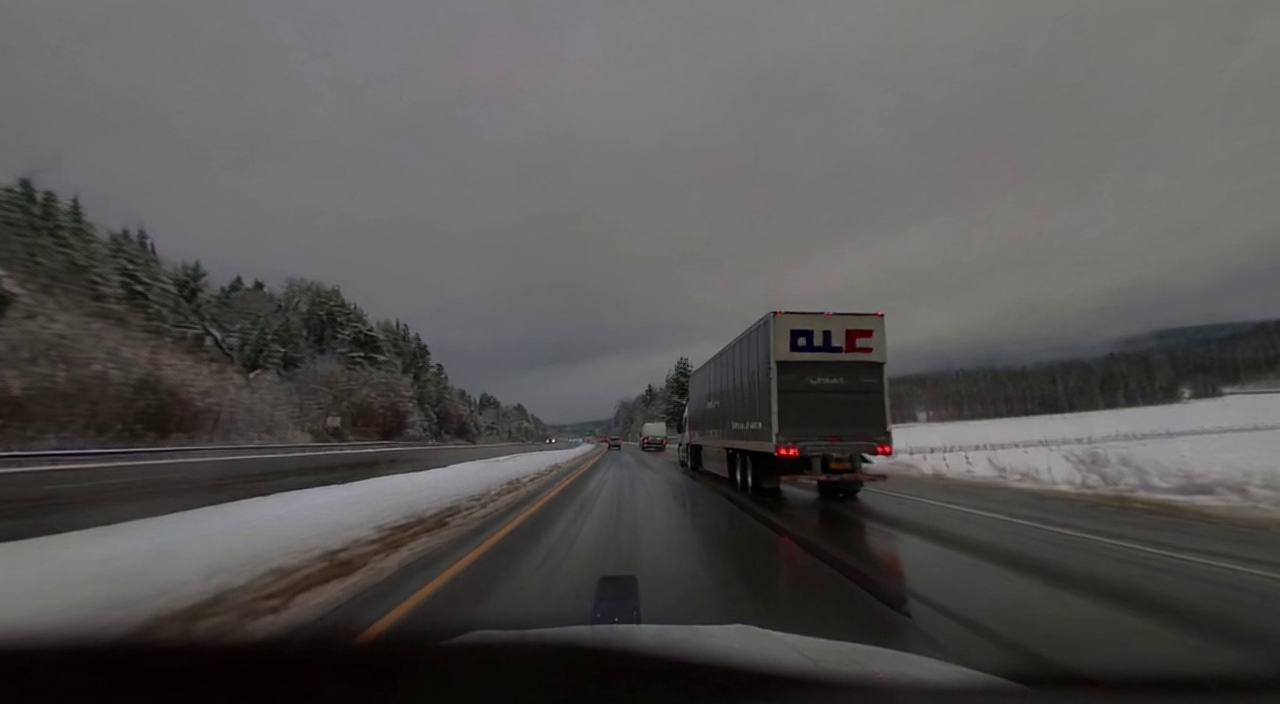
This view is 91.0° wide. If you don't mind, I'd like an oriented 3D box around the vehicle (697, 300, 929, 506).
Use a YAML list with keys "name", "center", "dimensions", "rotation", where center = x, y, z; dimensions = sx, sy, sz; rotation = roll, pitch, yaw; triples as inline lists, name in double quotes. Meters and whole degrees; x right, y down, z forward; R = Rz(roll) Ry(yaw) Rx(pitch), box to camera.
- name: "vehicle"
  center: [4.023, 1.948, 19.497]
  dimensions: [2.871, 4.072, 14.183]
  rotation: [0, -8, -1]
